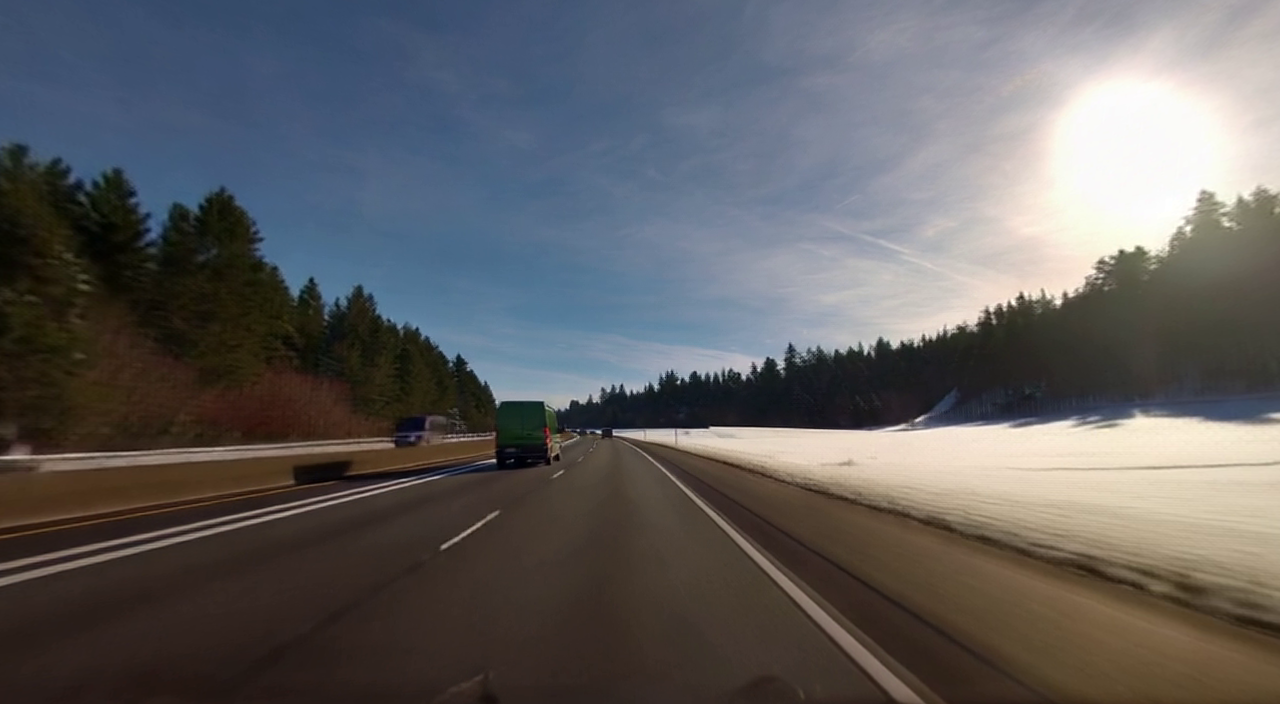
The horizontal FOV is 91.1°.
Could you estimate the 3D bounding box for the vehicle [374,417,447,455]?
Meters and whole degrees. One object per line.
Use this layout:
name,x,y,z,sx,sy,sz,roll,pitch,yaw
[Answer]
vehicle,-12.326,4.560,34.119,2.153,1.918,4.991,0,-8,-1

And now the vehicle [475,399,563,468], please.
vehicle,-4.725,3.319,25.596,2.561,2.509,5.465,0,-8,-1
